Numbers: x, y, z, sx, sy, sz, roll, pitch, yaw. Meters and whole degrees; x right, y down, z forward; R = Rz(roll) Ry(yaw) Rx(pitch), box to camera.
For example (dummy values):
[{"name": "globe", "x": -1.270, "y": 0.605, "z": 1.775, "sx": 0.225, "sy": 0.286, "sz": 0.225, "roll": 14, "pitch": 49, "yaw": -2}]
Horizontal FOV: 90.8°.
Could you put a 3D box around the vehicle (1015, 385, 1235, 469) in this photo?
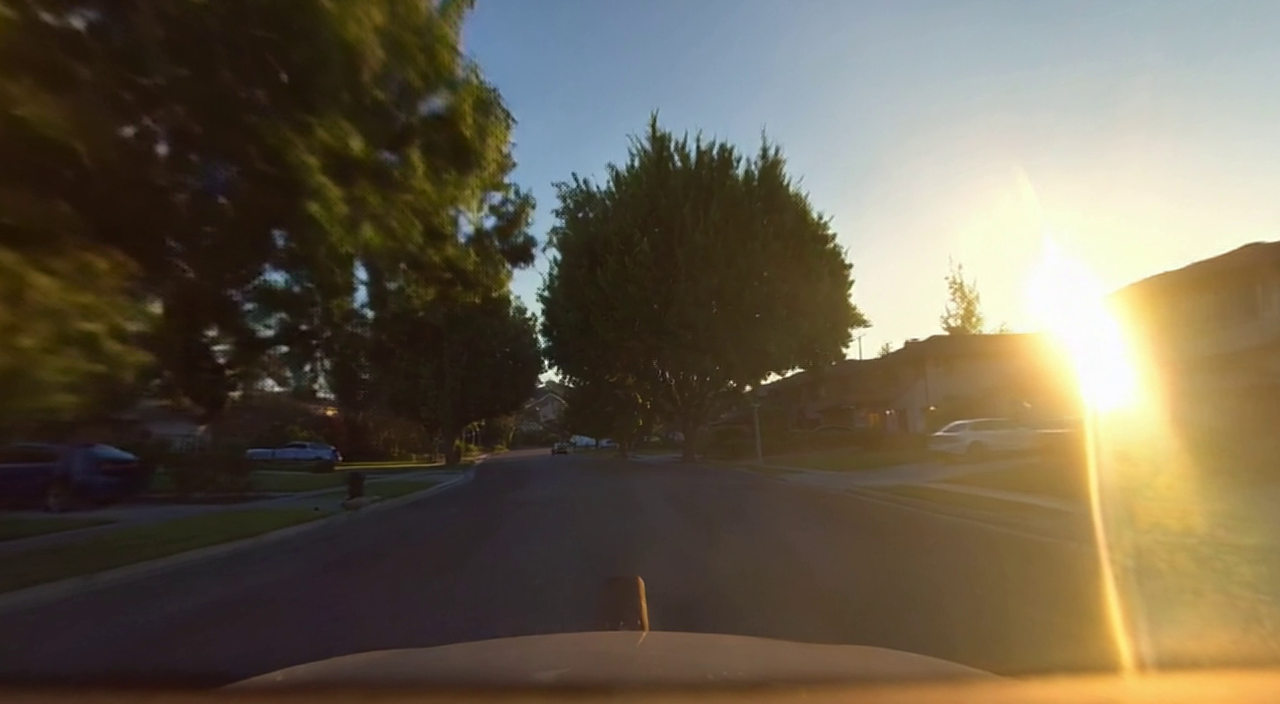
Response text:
[{"name": "vehicle", "x": 12.954, "y": 2.023, "z": 17.054, "sx": 4.421, "sy": 1.703, "sz": 1.927, "roll": -5, "pitch": -8, "yaw": -7}]

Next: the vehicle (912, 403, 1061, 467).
[{"name": "vehicle", "x": 12.160, "y": 2.909, "z": 22.263, "sx": 4.149, "sy": 1.596, "sz": 1.890, "roll": -6, "pitch": -7, "yaw": -12}]

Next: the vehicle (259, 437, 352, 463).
[{"name": "vehicle", "x": -20.703, "y": 6.111, "z": 39.307, "sx": 4.654, "sy": 1.457, "sz": 1.986, "roll": 3, "pitch": -10, "yaw": -10}]
